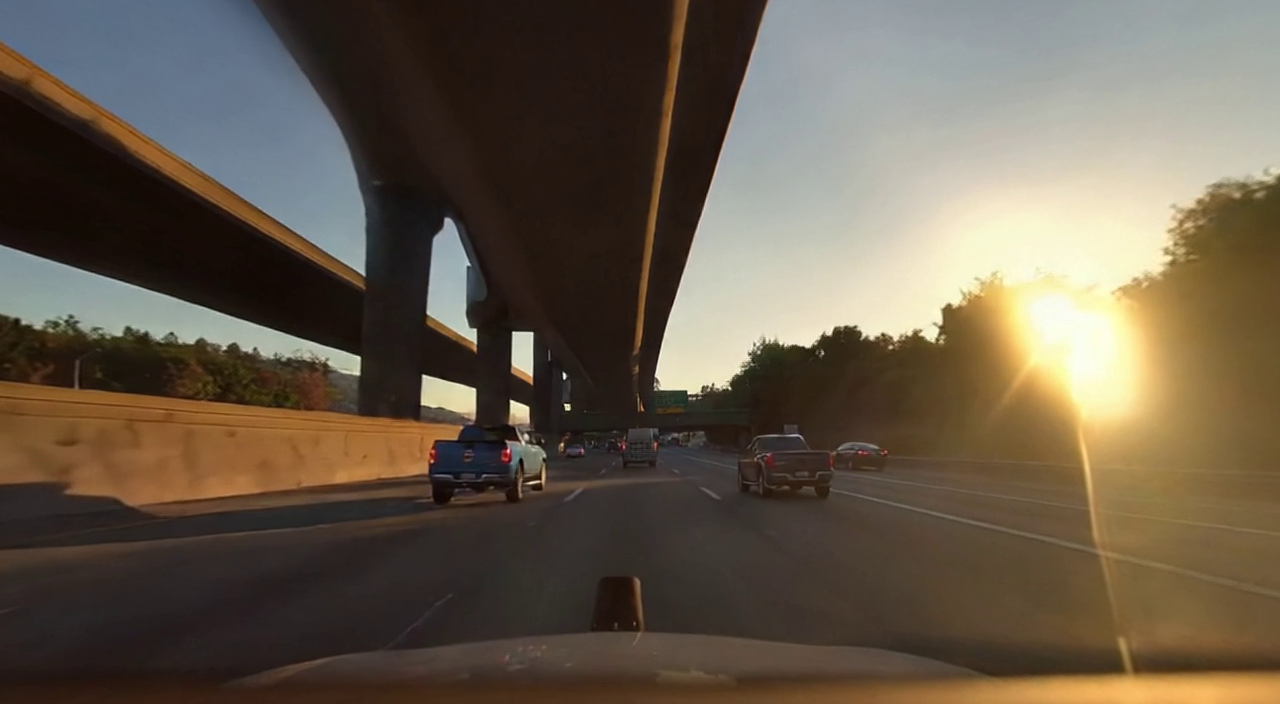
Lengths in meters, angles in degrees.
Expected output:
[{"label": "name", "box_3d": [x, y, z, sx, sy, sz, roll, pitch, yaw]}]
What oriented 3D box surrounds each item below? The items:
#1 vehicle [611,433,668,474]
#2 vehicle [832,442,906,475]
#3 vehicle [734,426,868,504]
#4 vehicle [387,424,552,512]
[{"label": "vehicle", "box_3d": [-0.026, 5.033, 31.526, 2.572, 1.837, 5.693, 0, -9, 0]}, {"label": "vehicle", "box_3d": [11.092, 5.184, 30.948, 1.961, 1.480, 4.331, 0, -9, -1]}, {"label": "vehicle", "box_3d": [3.748, 2.733, 15.554, 2.119, 1.653, 4.000, 0, -9, -2]}, {"label": "vehicle", "box_3d": [-3.691, 2.674, 14.966, 2.535, 1.715, 5.030, 0, -9, 0]}]
